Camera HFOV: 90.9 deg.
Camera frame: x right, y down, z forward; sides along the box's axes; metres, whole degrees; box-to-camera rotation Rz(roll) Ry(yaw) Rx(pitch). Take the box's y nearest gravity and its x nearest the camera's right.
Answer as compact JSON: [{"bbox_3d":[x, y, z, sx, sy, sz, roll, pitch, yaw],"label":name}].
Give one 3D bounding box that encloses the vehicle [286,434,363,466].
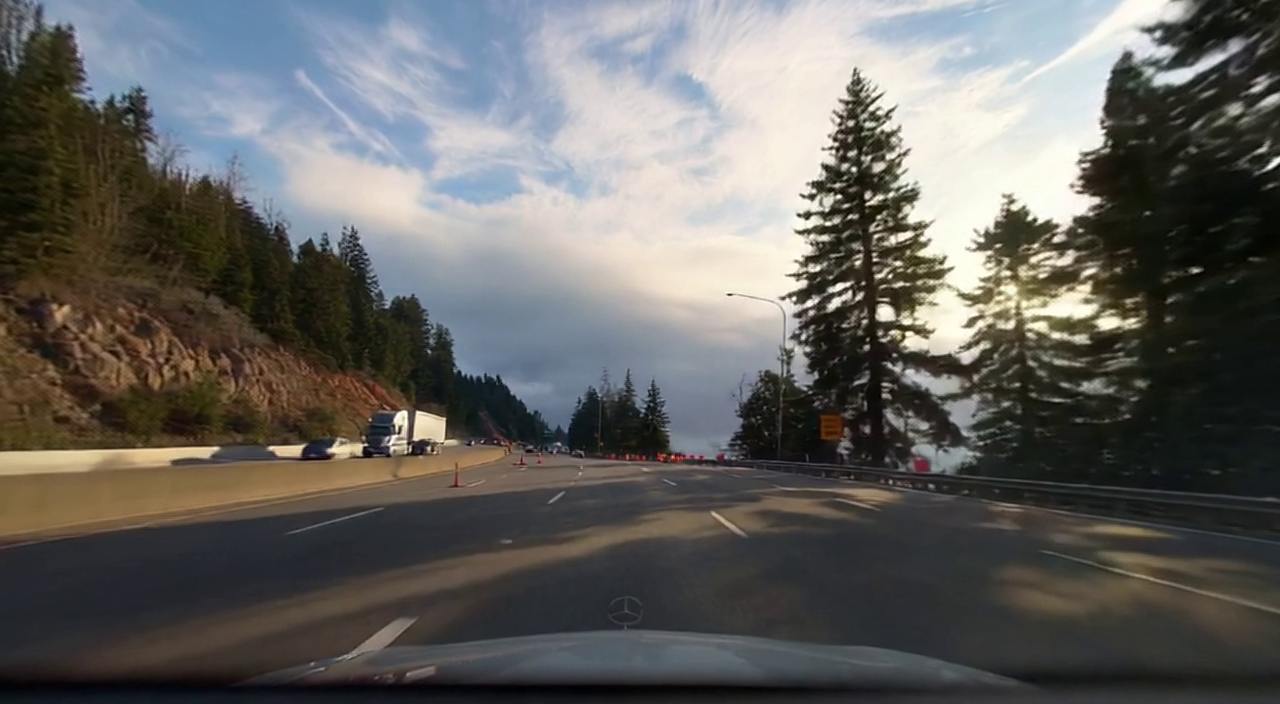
[{"bbox_3d":[-17.857,5.589,35.997,2.128,1.719,4.749,0,-9,-3],"label":"vehicle"}]
